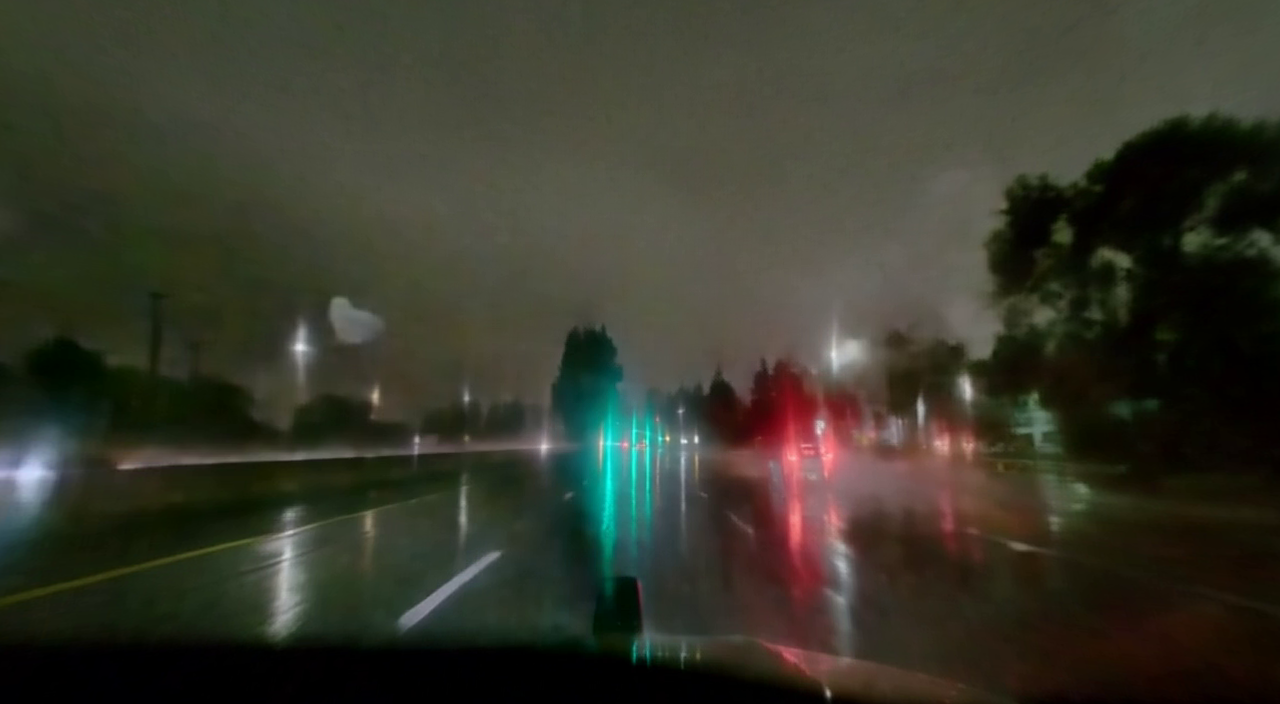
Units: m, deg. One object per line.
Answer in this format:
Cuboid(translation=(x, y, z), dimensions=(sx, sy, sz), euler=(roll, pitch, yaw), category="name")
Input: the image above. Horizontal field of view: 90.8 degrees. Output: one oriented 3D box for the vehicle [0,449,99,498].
Cuboid(translation=(-21.245, 4.042, 21.219), dimensions=(1.946, 1.512, 4.747), euler=(0, -9, 0), category="vehicle")
